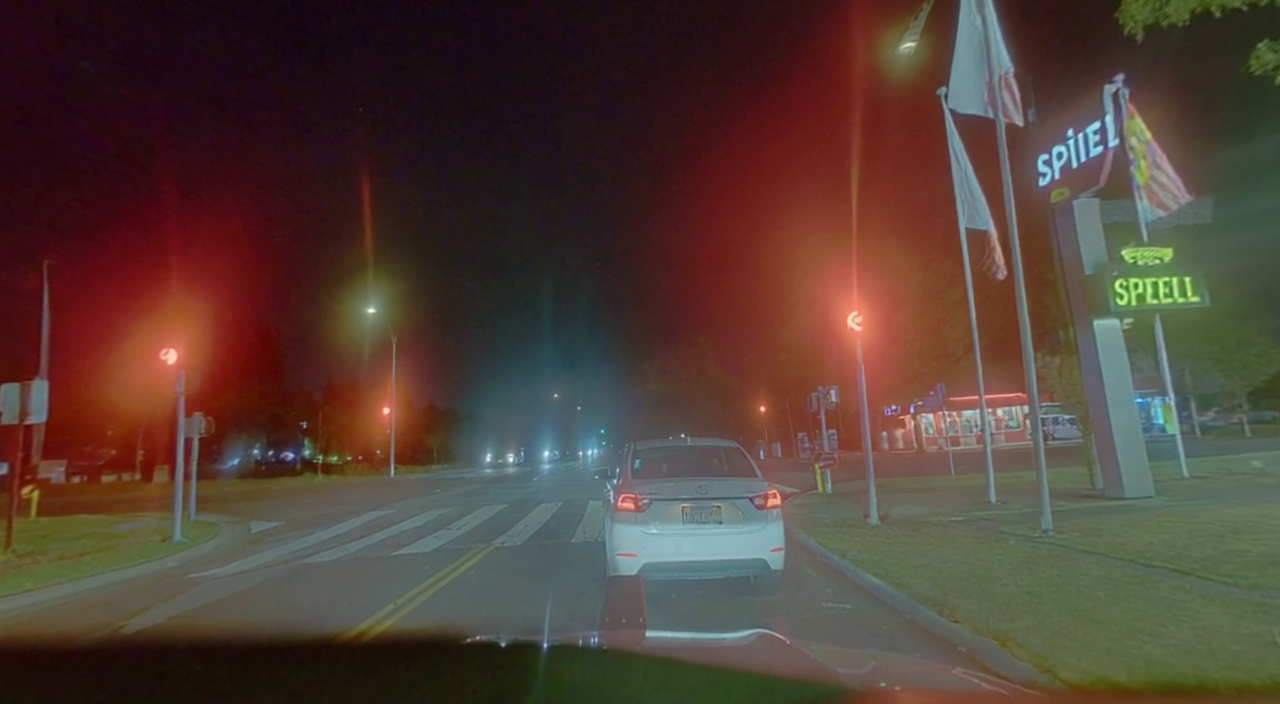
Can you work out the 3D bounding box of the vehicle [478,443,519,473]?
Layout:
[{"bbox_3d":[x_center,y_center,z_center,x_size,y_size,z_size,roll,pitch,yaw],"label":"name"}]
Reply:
[{"bbox_3d":[-9.988,7.491,44.747,2.212,1.948,4.537,0,-9,-5],"label":"vehicle"}]

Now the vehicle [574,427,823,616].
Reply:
[{"bbox_3d":[0.375,1.627,6.903,1.985,1.463,3.647,0,-9,-3],"label":"vehicle"}]
